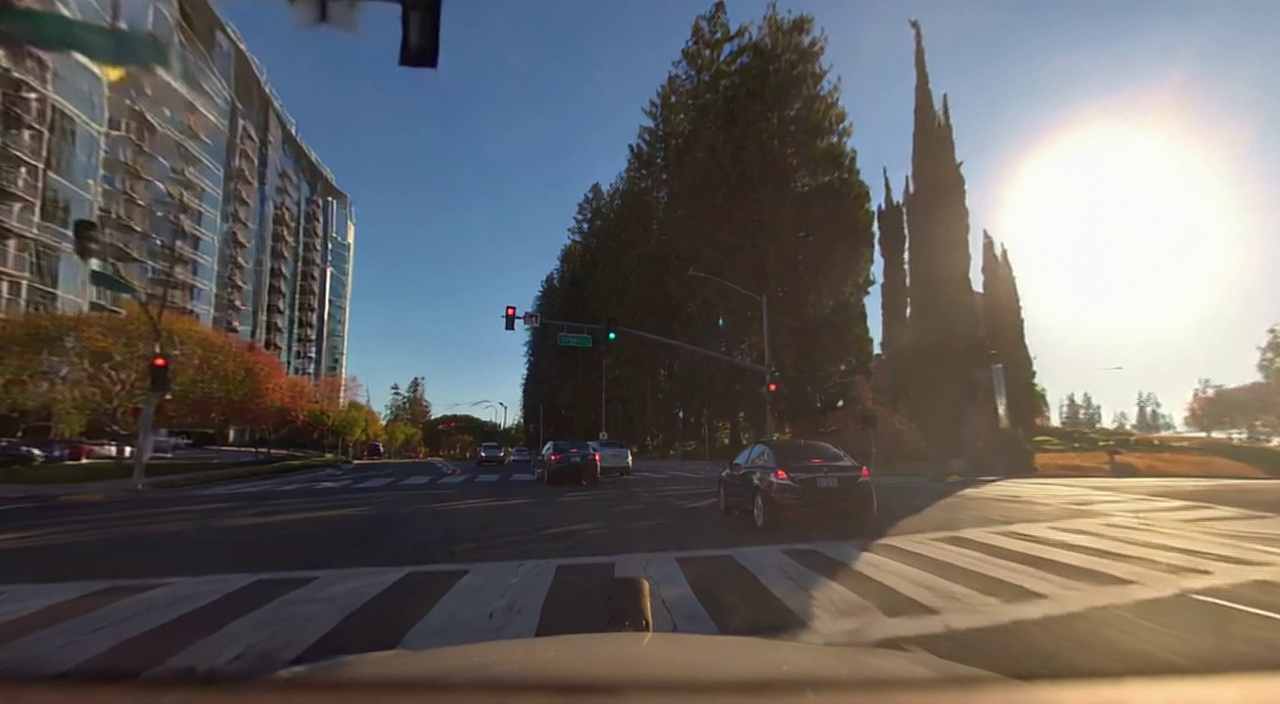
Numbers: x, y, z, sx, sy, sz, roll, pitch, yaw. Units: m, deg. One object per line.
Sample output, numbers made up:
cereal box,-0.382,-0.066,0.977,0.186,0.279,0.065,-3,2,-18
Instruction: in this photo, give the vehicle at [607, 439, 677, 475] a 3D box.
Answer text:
vehicle,-0.015,4.737,28.800,1.957,1.463,4.701,2,-8,-15

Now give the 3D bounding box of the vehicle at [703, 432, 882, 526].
vehicle,2.692,2.352,12.421,1.984,1.476,4.488,1,-8,-6

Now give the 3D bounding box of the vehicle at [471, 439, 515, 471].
vehicle,-7.988,5.498,33.927,2.012,1.492,4.079,3,-8,-16

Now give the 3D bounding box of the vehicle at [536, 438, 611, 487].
vehicle,-2.497,3.845,22.511,2.308,1.535,4.811,1,-8,-10
